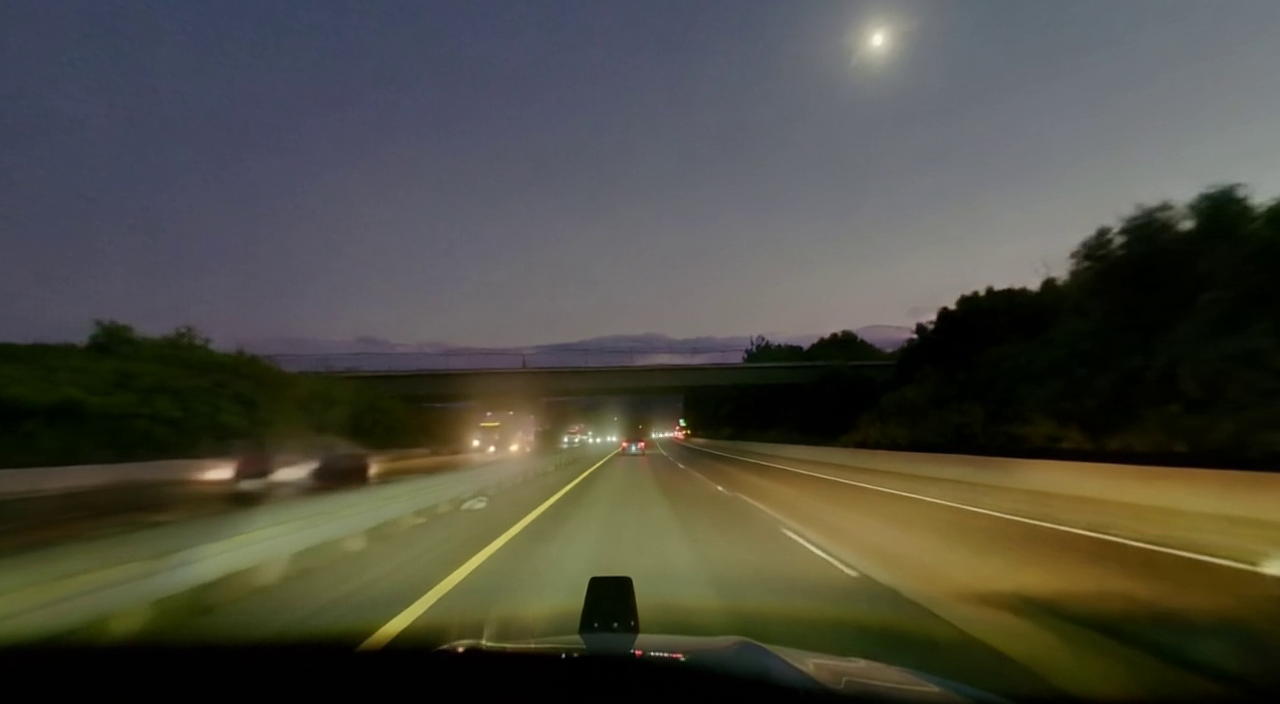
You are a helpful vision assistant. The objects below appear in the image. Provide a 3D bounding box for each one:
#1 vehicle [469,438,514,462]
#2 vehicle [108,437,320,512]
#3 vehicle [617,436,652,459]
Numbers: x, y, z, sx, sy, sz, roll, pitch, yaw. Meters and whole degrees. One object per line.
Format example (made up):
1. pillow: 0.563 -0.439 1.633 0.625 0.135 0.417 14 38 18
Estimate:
1. vehicle: -8.882 5.871 38.006 1.776 1.345 3.932 0 -7 0
2. vehicle: -8.669 2.476 13.291 1.936 1.322 3.678 0 -7 -1
3. vehicle: -0.368 5.728 38.130 1.996 1.325 4.029 0 -7 -1
